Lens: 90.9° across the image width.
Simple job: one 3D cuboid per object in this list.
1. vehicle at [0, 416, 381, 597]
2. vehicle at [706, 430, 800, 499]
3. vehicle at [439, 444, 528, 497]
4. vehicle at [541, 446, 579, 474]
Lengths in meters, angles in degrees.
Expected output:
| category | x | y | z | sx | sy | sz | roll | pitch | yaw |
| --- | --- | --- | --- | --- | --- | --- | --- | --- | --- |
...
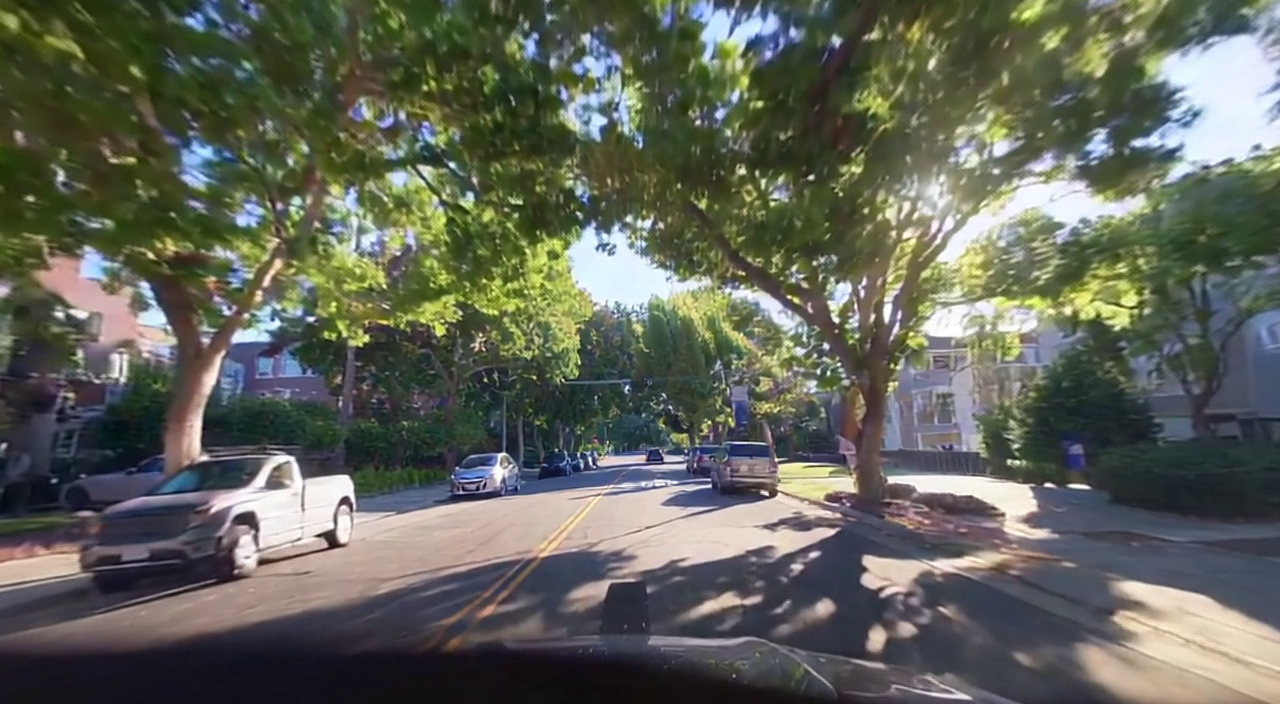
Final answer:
| category | x | y | z | sx | sy | sz | roll | pitch | yaw |
| --- | --- | --- | --- | --- | --- | --- | --- | --- | --- |
| vehicle | -5.762 | 1.965 | 8.947 | 2.165 | 1.758 | 4.701 | -3 | -9 | 1 |
| vehicle | 3.280 | 3.381 | 19.394 | 2.117 | 1.807 | 4.964 | 0 | -8 | 2 |
| vehicle | -5.469 | 4.173 | 22.739 | 2.007 | 1.709 | 4.502 | 0 | -8 | 1 |
| vehicle | -4.934 | 6.713 | 39.514 | 1.955 | 1.659 | 4.324 | 0 | -8 | -2 |
